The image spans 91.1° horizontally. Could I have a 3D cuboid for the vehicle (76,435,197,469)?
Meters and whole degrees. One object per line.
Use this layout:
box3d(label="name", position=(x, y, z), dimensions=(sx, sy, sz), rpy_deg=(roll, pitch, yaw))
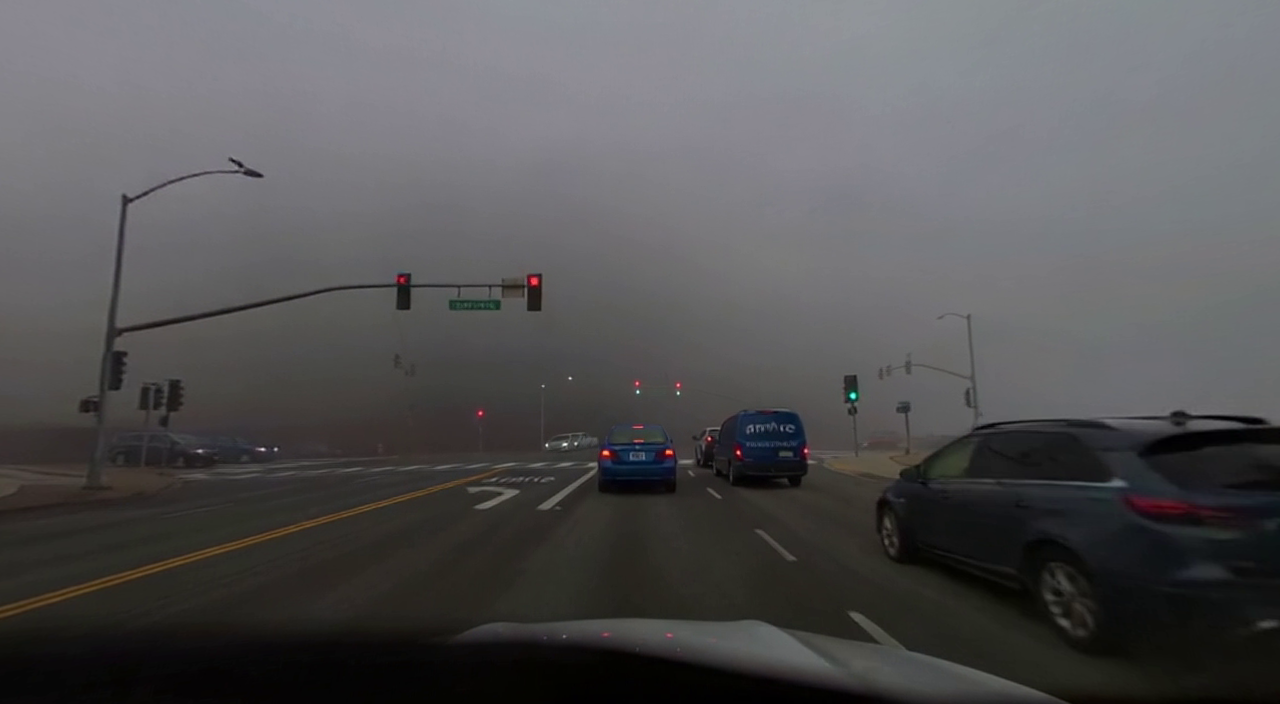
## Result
box3d(label="vehicle", position=(-28.219, 5.613, 35.356), dimensions=(4.757, 1.841, 2.121), rpy_deg=(1, -8, -7))

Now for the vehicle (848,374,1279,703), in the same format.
box3d(label="vehicle", position=(3.319, 1.166, 4.729), dimensions=(1.934, 1.506, 4.544), rpy_deg=(0, -8, 0))

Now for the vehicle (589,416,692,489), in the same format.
box3d(label="vehicle", position=(0.046, 2.590, 16.383), dimensions=(2.321, 1.624, 4.367), rpy_deg=(0, -8, 1))

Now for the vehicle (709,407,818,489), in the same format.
box3d(label="vehicle", position=(3.156, 2.583, 16.997), dimensions=(2.059, 1.924, 4.257), rpy_deg=(0, -8, 0))

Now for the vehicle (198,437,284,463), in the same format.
box3d(label="vehicle", position=(-25.073, 6.159, 39.567), dimensions=(4.073, 1.603, 1.920), rpy_deg=(1, -8, -8))
